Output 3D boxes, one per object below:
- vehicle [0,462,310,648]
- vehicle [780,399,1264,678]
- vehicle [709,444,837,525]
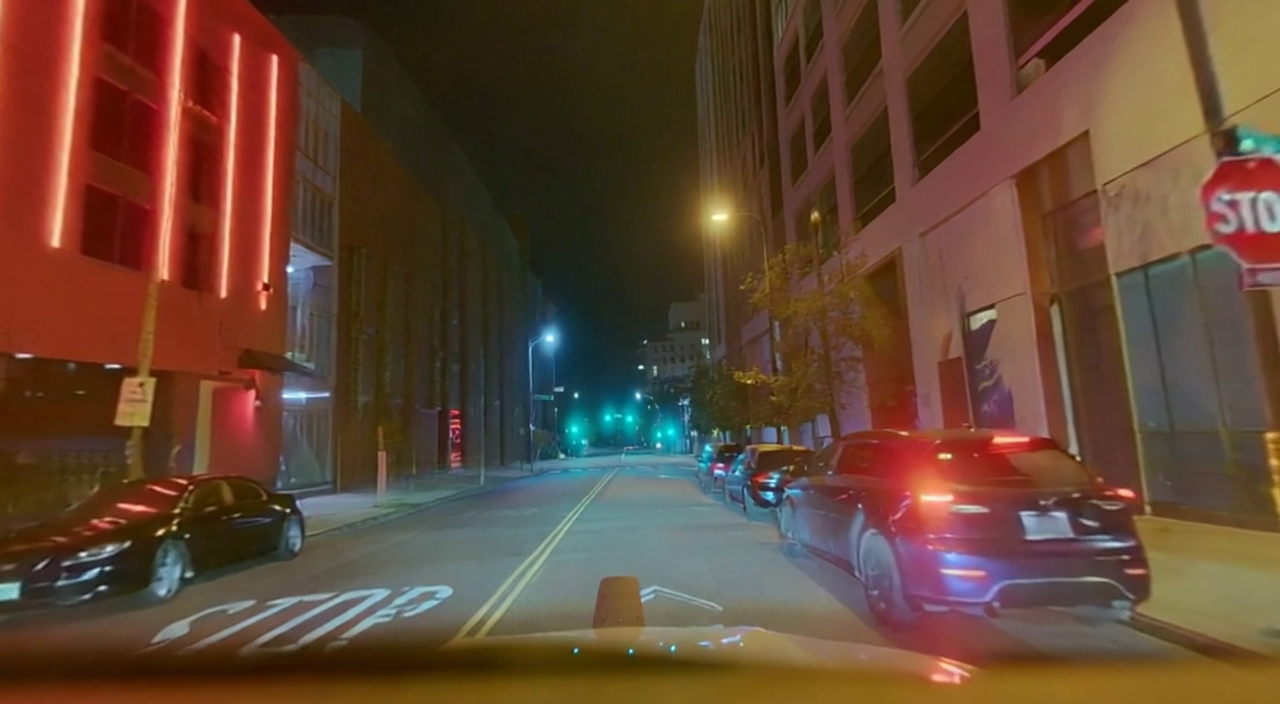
[{"bbox_3d":[-5.746,2.064,7.318,1.864,1.447,3.887,0,-9,-3],"label":"vehicle"},{"bbox_3d":[2.825,1.474,6.170,1.917,1.680,4.500,0,-9,1],"label":"vehicle"},{"bbox_3d":[2.679,2.760,13.793,1.759,1.472,4.304,0,-9,-1],"label":"vehicle"}]
